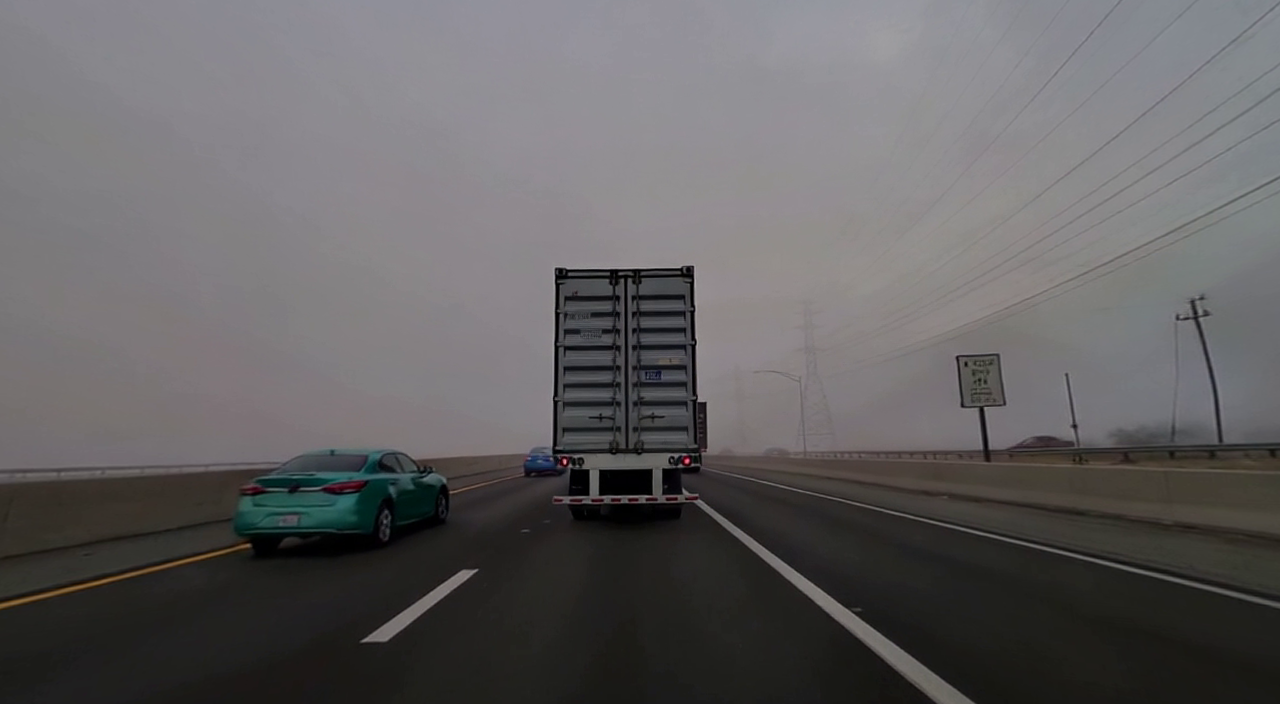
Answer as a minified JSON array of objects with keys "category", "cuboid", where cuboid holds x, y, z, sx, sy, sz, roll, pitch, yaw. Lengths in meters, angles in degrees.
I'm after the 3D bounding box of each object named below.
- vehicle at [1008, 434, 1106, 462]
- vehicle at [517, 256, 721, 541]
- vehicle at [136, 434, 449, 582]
[{"category":"vehicle","cuboid":[25.750,5.960,39.241,1.932,1.594,4.579,5,-10,-31]},{"category":"vehicle","cuboid":[-0.263,1.485,15.051,2.841,4.071,12.046,-1,-8,0]},{"category":"vehicle","cuboid":[-4.219,1.928,8.673,1.912,1.485,4.218,0,-9,0]}]
